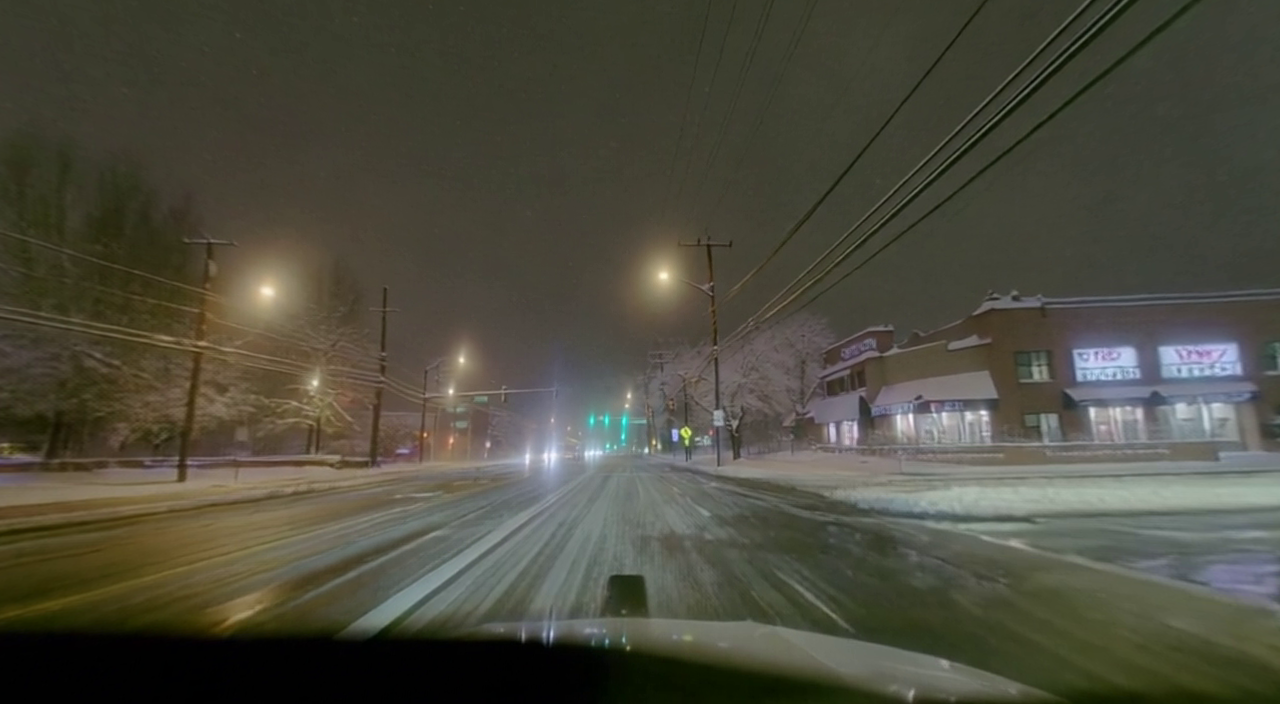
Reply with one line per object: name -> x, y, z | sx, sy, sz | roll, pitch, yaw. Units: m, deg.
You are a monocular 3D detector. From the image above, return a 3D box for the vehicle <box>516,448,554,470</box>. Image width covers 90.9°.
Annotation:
vehicle -> -7.430, 7.629, 45.068 | 2.010, 1.455, 4.271 | 0, -9, -1
